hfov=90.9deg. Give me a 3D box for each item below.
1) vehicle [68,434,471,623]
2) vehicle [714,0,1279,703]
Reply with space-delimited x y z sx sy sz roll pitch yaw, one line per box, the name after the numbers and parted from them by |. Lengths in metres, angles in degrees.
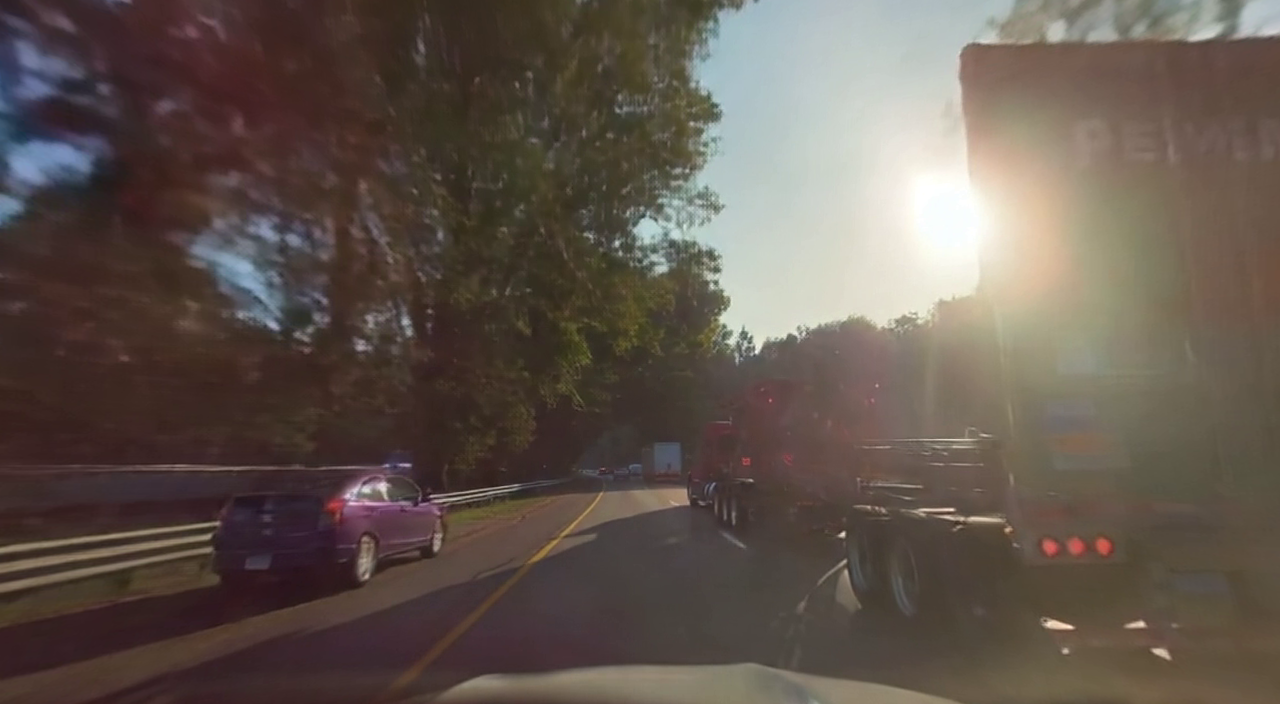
-3.866 1.975 7.963 2.010 1.580 4.949 1 -10 1 | vehicle
3.534 1.212 10.141 2.856 4.040 14.009 1 -10 -1 | vehicle
